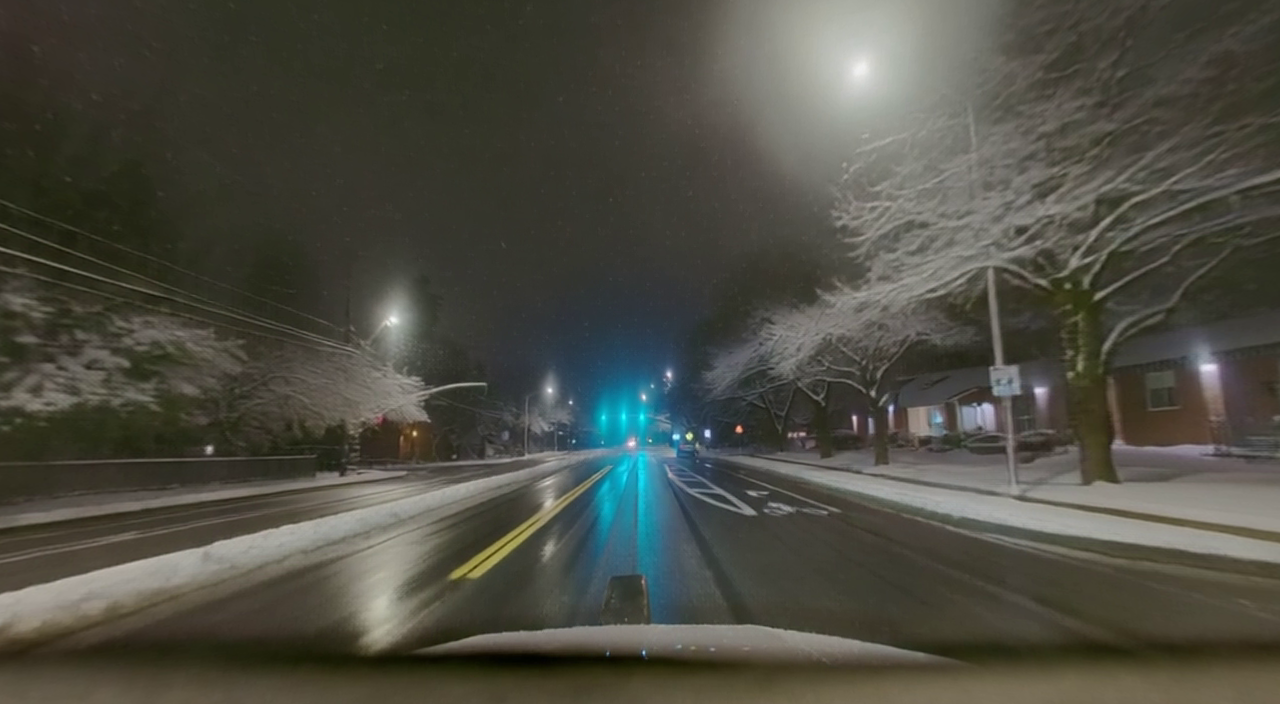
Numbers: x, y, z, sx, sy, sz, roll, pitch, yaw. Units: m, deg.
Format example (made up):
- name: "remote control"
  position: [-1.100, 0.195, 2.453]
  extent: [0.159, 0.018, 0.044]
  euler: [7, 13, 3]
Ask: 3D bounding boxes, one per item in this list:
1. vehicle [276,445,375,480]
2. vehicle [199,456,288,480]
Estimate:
- name: "vehicle"
  position: [-21.892, 7.685, 44.030]
  extent: [5.841, 1.902, 2.244]
  euler: [-5, -8, 4]
- name: "vehicle"
  position: [-27.732, 8.111, 44.207]
  extent: [4.696, 1.518, 2.224]
  euler: [0, -8, -2]
